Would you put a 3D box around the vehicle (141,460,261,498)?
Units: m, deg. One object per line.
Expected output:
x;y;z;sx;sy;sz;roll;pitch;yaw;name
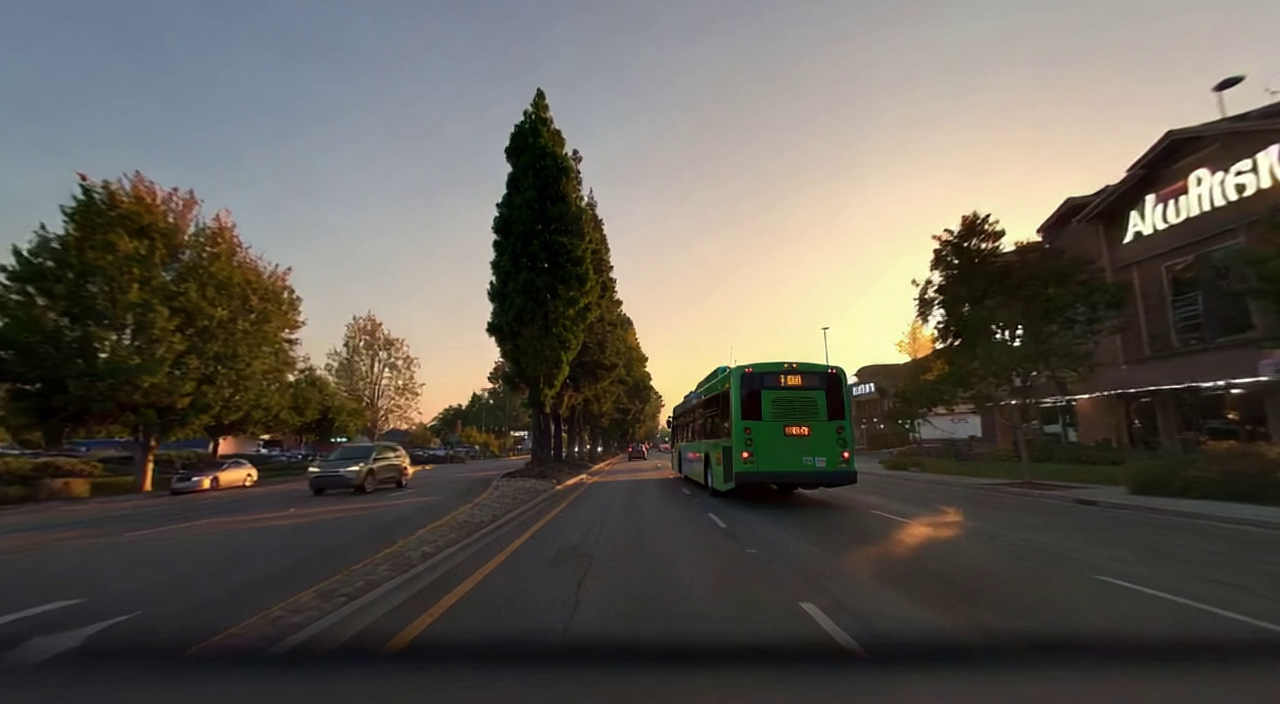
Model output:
-19.590;5.660;28.389;1.953;1.454;4.693;0;-8;1;vehicle

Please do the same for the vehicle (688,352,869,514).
3.170;2.305;17.550;2.766;3.306;9.281;0;-8;-1;vehicle

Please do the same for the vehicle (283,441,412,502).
-8.971;3.659;19.799;2.170;1.657;4.327;0;-8;-4;vehicle
